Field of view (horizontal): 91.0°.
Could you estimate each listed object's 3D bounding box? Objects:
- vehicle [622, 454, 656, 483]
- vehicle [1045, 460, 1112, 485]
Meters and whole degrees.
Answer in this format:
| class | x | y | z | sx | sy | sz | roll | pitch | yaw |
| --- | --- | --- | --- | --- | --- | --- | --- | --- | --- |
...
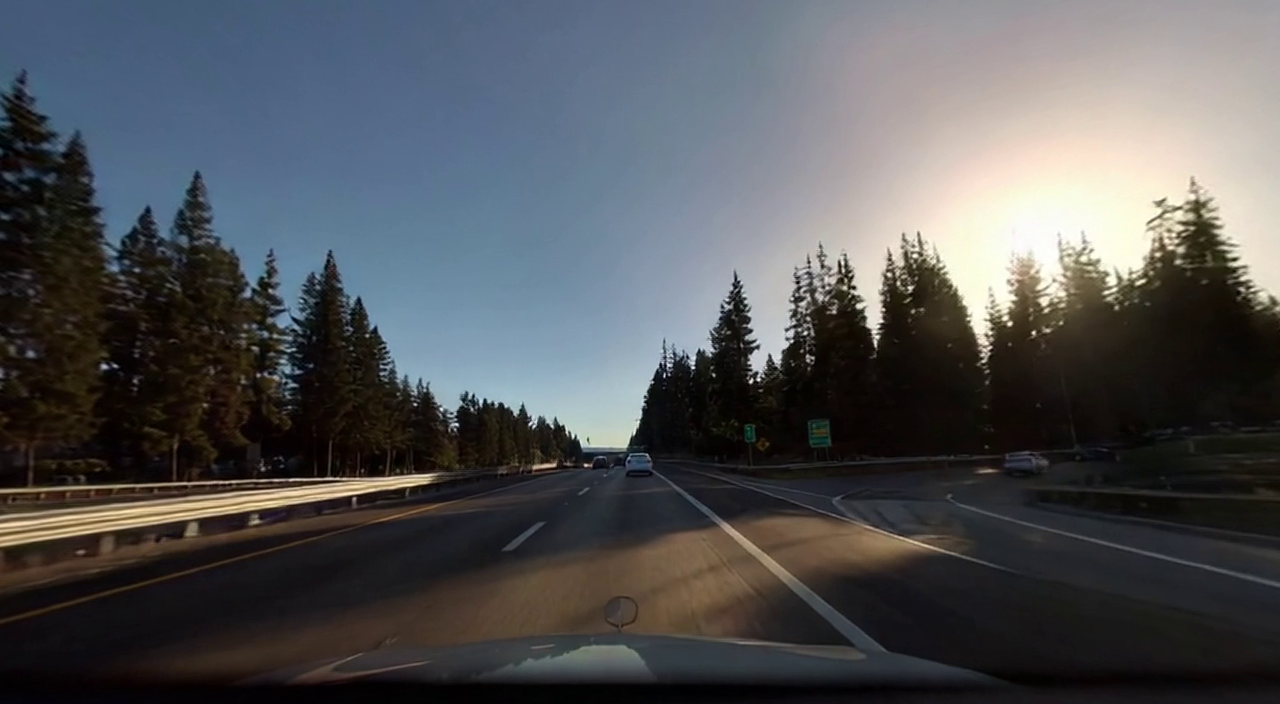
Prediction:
| class | x | y | z | sx | sy | sz | roll | pitch | yaw |
| --- | --- | --- | --- | --- | --- | --- | --- | --- | --- |
| vehicle | -0.085 | 7.454 | 40.374 | 2.130 | 1.684 | 3.826 | 0 | -9 | -1 |
| vehicle | 32.347 | 8.853 | 46.406 | 4.341 | 1.658 | 1.965 | 4 | -9 | -23 |
